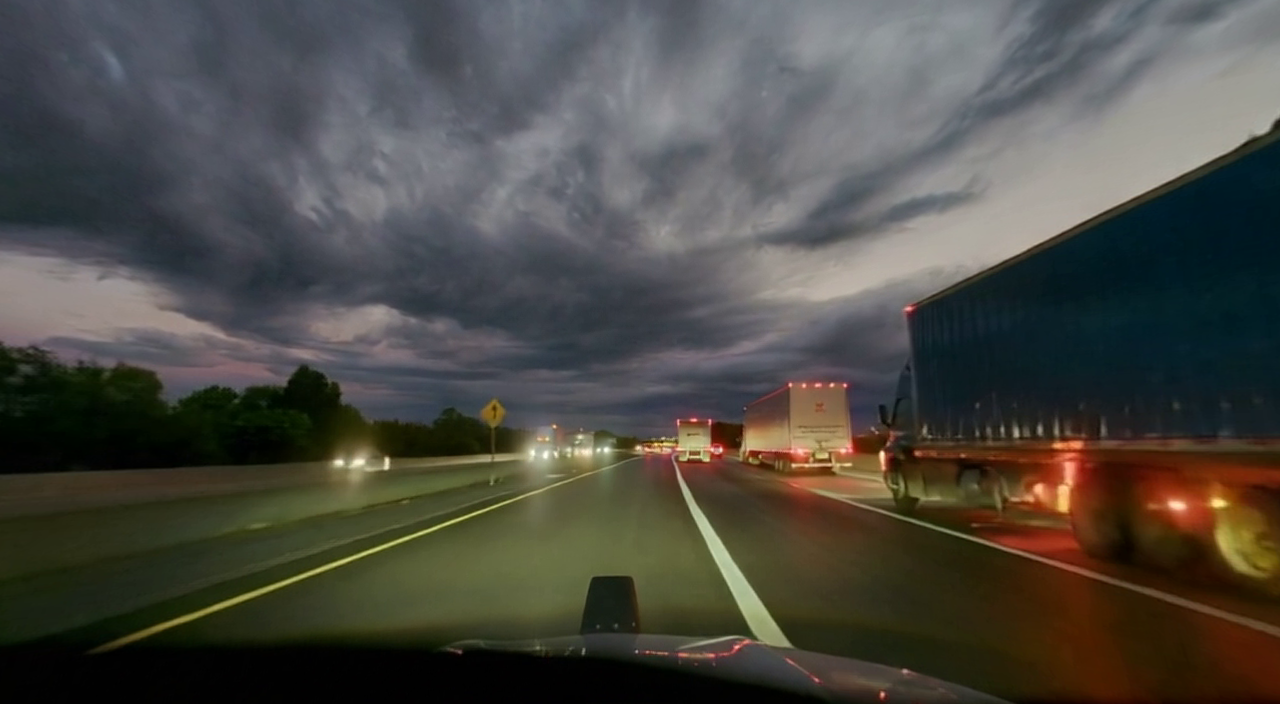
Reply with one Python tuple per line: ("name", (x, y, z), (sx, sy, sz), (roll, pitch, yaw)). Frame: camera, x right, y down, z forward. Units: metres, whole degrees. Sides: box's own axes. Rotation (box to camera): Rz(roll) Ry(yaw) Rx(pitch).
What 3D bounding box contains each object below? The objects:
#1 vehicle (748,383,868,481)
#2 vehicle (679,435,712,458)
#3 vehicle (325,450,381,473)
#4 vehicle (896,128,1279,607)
("vehicle", (8.164, 4.221, 33.081), (2.843, 4.053, 13.777), (0, -8, 2))
("vehicle", (4.097, 7.081, 47.298), (2.120, 1.651, 4.639), (0, -8, 1))
("vehicle", (-20.787, 7.952, 45.772), (1.820, 1.470, 4.427), (-1, -8, 2))
("vehicle", (6.714, 0.483, 7.833), (2.920, 3.860, 10.035), (0, -8, 1))
